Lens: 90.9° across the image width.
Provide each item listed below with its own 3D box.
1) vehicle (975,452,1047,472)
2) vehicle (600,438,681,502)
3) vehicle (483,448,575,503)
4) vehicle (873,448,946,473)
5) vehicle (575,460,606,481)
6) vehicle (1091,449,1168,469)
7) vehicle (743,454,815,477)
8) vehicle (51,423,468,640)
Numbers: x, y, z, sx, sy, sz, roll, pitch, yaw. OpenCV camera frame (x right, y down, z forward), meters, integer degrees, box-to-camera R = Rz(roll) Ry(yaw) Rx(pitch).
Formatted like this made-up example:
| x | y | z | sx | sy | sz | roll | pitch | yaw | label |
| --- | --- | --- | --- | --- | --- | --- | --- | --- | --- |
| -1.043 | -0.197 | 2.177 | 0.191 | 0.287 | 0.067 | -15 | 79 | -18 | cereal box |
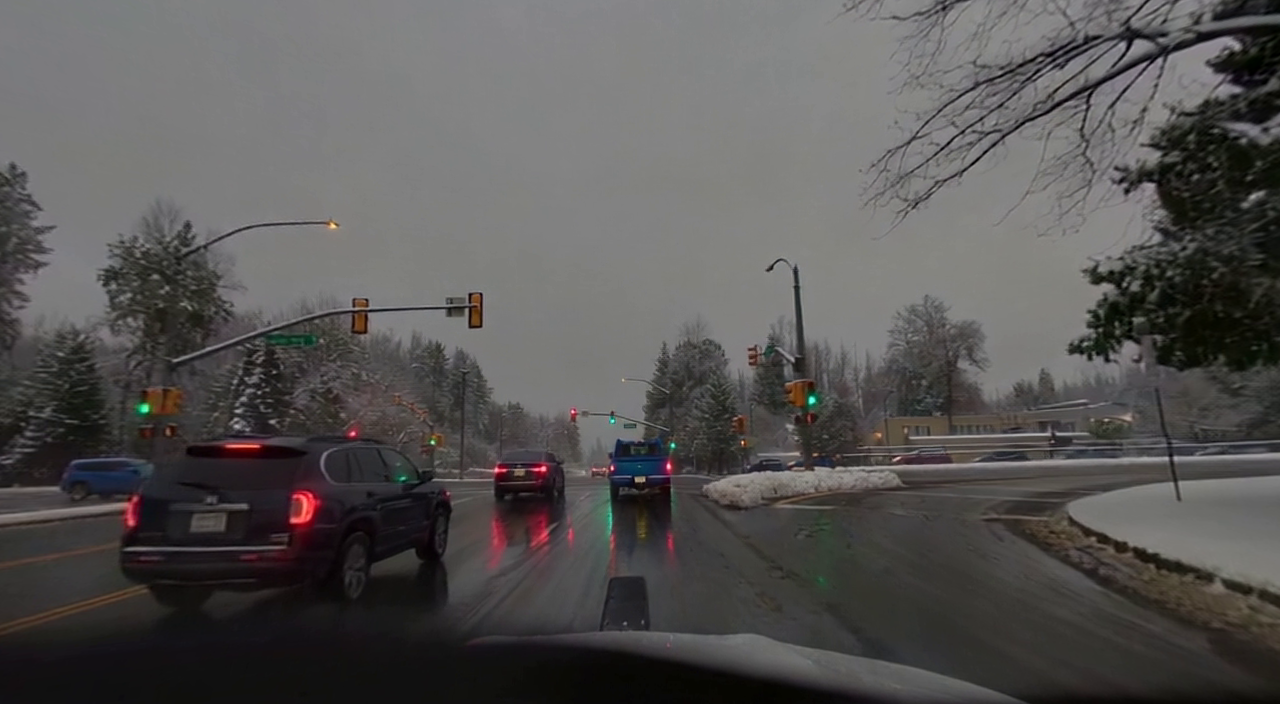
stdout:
| x | y | z | sx | sy | sz | roll | pitch | yaw | label |
| --- | --- | --- | --- | --- | --- | --- | --- | --- | --- |
| 28.706 | 8.513 | 48.864 | 4.365 | 1.448 | 1.928 | 0 | -9 | 0 | vehicle |
| 0.005 | 3.452 | 18.845 | 2.163 | 1.678 | 3.846 | 0 | -9 | 0 | vehicle |
| -3.215 | 3.663 | 19.208 | 2.013 | 1.474 | 4.393 | 0 | -9 | 0 | vehicle |
| 20.756 | 8.409 | 48.671 | 4.585 | 1.681 | 2.140 | -2 | -10 | -1 | vehicle |
| -3.861 | 9.309 | 49.722 | 2.101 | 1.443 | 4.367 | 0 | -9 | 0 | vehicle |
| 37.831 | 8.249 | 48.726 | 4.525 | 1.468 | 1.839 | 1 | -9 | -5 | vehicle |
| 10.619 | 8.733 | 48.383 | 4.875 | 1.473 | 2.077 | -2 | -12 | -2 | vehicle |
| -3.194 | 1.540 | 6.296 | 1.960 | 1.528 | 3.490 | 0 | -9 | 0 | vehicle |
